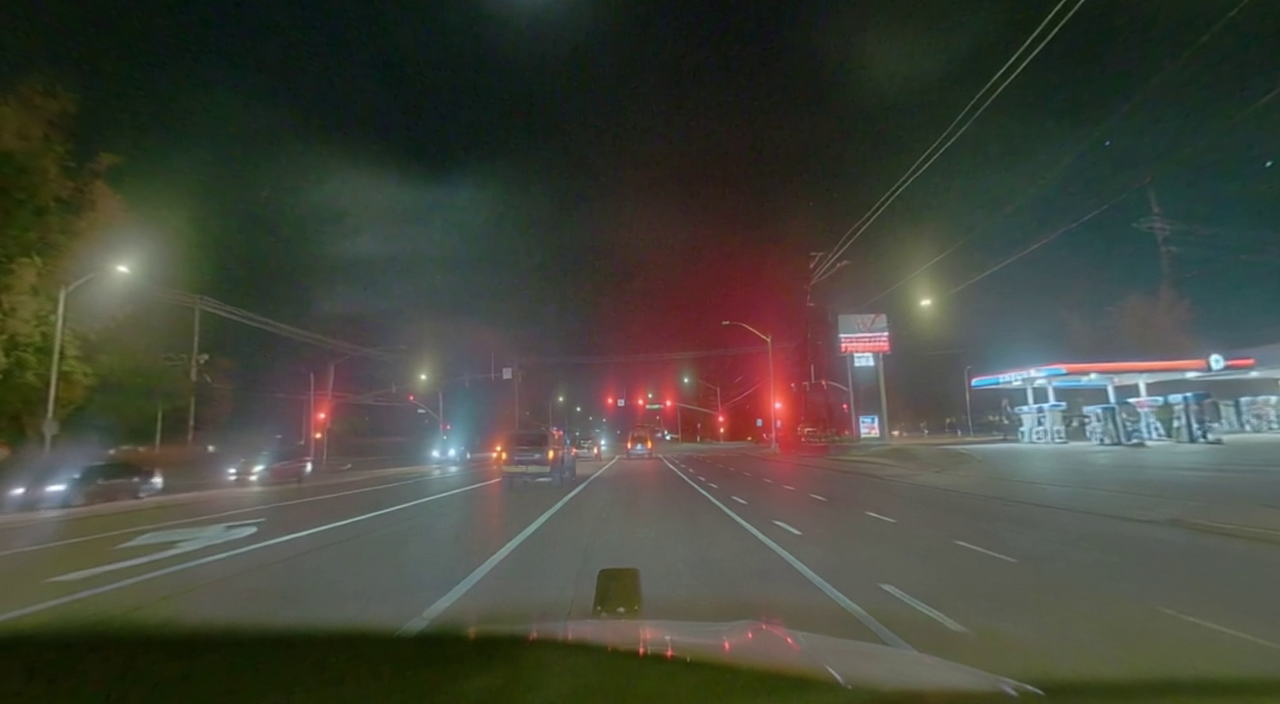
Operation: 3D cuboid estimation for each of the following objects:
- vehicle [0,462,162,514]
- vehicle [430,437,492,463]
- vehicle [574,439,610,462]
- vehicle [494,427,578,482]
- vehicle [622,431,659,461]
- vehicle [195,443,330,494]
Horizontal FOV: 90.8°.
[{"bbox_3d":[-16.950,4.067,19.225,1.765,1.310,3.824,0,-9,0],"label":"vehicle"},{"bbox_3d":[-13.501,7.440,48.049,2.238,1.872,5.625,-2,-9,10],"label":"vehicle"},{"bbox_3d":[-3.097,6.439,41.257,1.881,1.424,4.098,0,-9,2],"label":"vehicle"},{"bbox_3d":[-3.491,3.555,22.027,2.096,1.718,4.266,0,-9,1],"label":"vehicle"},{"bbox_3d":[0.060,6.043,40.541,2.224,1.819,5.005,0,-9,1],"label":"vehicle"},{"bbox_3d":[-13.497,4.164,23.006,1.981,1.671,4.598,0,-9,1],"label":"vehicle"}]
